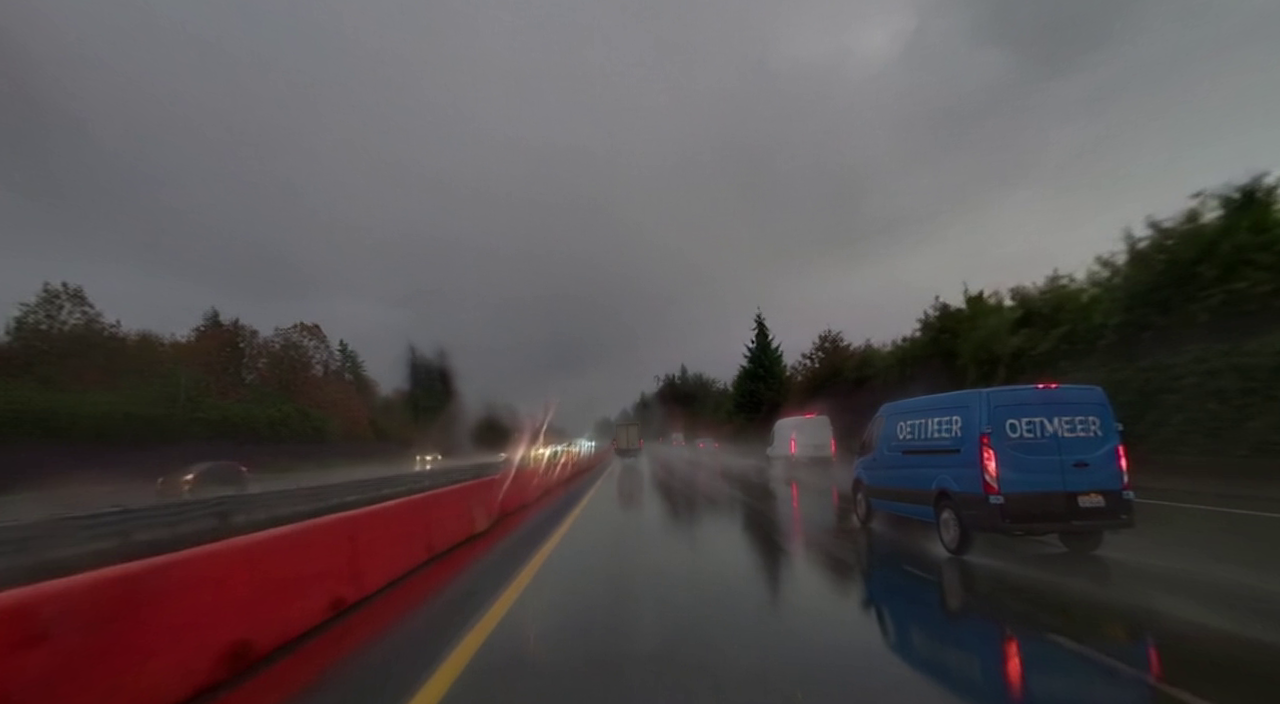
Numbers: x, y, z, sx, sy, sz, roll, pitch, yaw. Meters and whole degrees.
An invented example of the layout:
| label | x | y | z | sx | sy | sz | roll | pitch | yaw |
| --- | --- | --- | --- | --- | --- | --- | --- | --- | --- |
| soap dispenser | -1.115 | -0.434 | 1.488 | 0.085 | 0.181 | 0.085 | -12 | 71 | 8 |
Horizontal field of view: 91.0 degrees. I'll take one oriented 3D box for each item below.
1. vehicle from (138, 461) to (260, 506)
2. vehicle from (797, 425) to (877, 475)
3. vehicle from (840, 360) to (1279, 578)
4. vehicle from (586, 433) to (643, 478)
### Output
| label | x | y | z | sx | sy | sz | roll | pitch | yaw |
| --- | --- | --- | --- | --- | --- | --- | --- | --- | --- |
| vehicle | -17.857 | 5.320 | 25.780 | 1.804 | 1.491 | 4.444 | 0 | -8 | -1 |
| vehicle | 8.235 | 4.112 | 26.644 | 2.255 | 1.960 | 3.229 | 0 | -8 | -1 |
| vehicle | 4.748 | 1.426 | 8.467 | 2.223 | 2.008 | 5.121 | 0 | -8 | -2 |
| vehicle | -1.013 | 4.120 | 25.378 | 2.100 | 1.636 | 3.620 | 0 | -8 | -2 |
